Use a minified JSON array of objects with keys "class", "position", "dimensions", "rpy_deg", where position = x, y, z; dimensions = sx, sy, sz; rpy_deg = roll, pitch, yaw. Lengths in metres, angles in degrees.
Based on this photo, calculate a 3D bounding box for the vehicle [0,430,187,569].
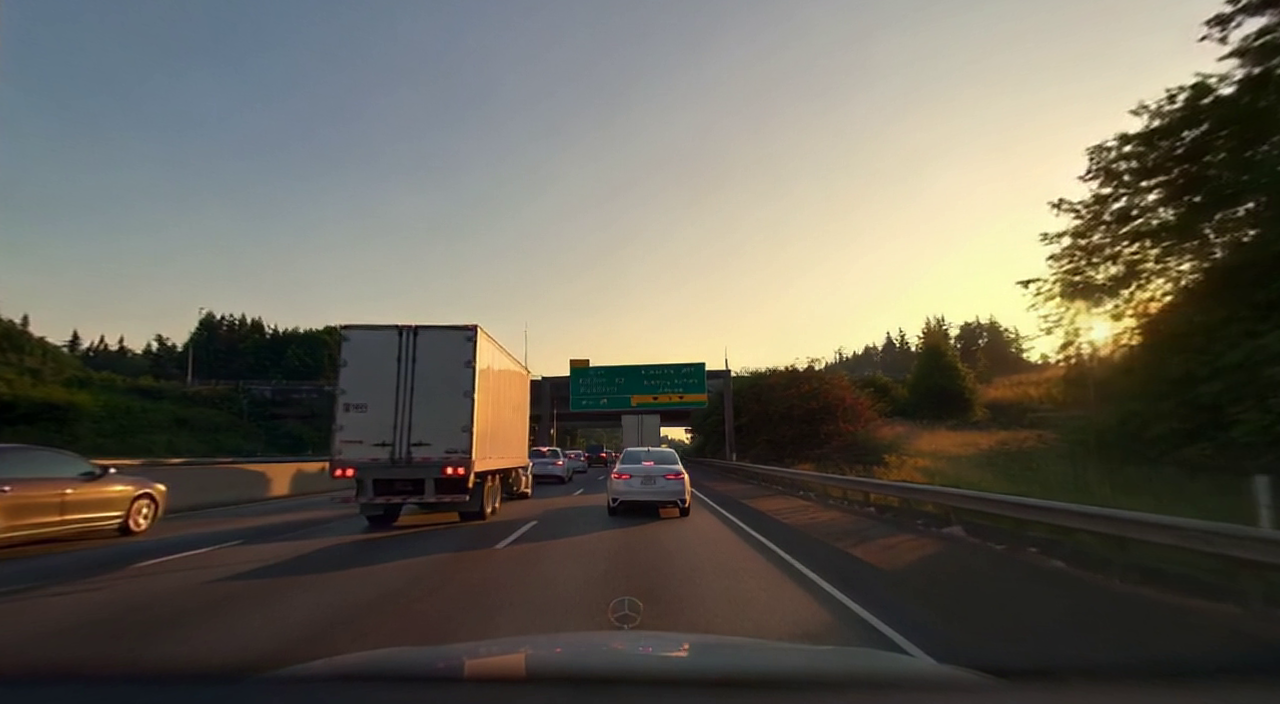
[{"class":"vehicle","position":[-7.865,1.683,7.348],"dimensions":[1.824,1.489,4.422],"rpy_deg":[0,-9,1]}]

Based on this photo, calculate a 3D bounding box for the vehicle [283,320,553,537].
[{"class":"vehicle","position":[-3.880,1.741,13.499],"dimensions":[2.832,3.293,7.782],"rpy_deg":[0,-9,1]}]

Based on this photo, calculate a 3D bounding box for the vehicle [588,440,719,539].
[{"class":"vehicle","position":[0.206,2.375,11.389],"dimensions":[1.995,1.495,3.380],"rpy_deg":[0,-9,0]}]
